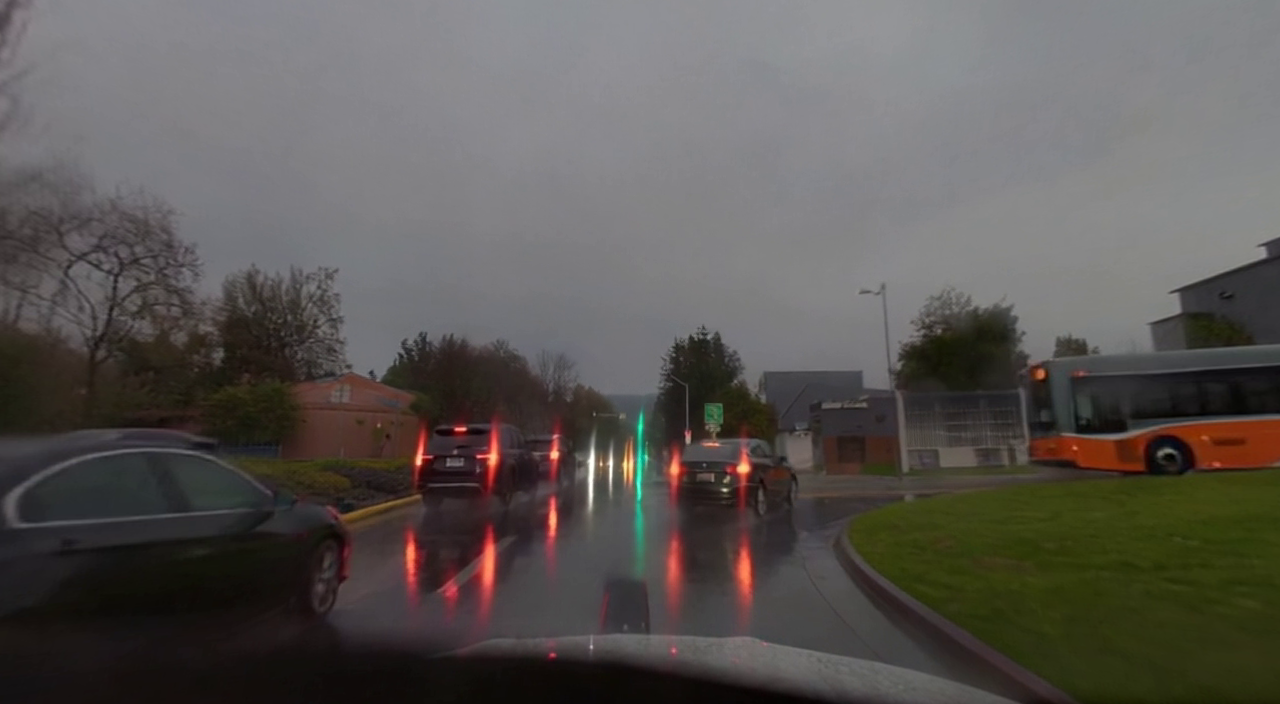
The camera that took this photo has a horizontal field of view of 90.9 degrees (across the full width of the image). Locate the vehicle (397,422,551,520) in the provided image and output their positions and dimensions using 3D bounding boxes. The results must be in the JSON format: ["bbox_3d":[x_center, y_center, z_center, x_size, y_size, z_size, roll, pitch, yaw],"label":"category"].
[{"bbox_3d":[-3.357,2.509,13.850,2.017,1.761,4.572,0,-8,2],"label":"vehicle"}]

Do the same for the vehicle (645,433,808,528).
[{"bbox_3d":[1.830,2.359,12.185,2.020,1.478,3.922,-4,-9,25],"label":"vehicle"}]

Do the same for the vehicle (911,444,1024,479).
[{"bbox_3d":[15.157,5.093,29.285,4.422,1.457,1.882,-6,-10,28],"label":"vehicle"}]

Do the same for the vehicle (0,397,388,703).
[{"bbox_3d":[-3.343,1.033,3.160,1.953,1.480,4.522,-1,-8,5],"label":"vehicle"}]

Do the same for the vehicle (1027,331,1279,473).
[{"bbox_3d":[15.930,1.316,15.843,9.977,3.303,2.948,-4,-9,21],"label":"vehicle"}]
